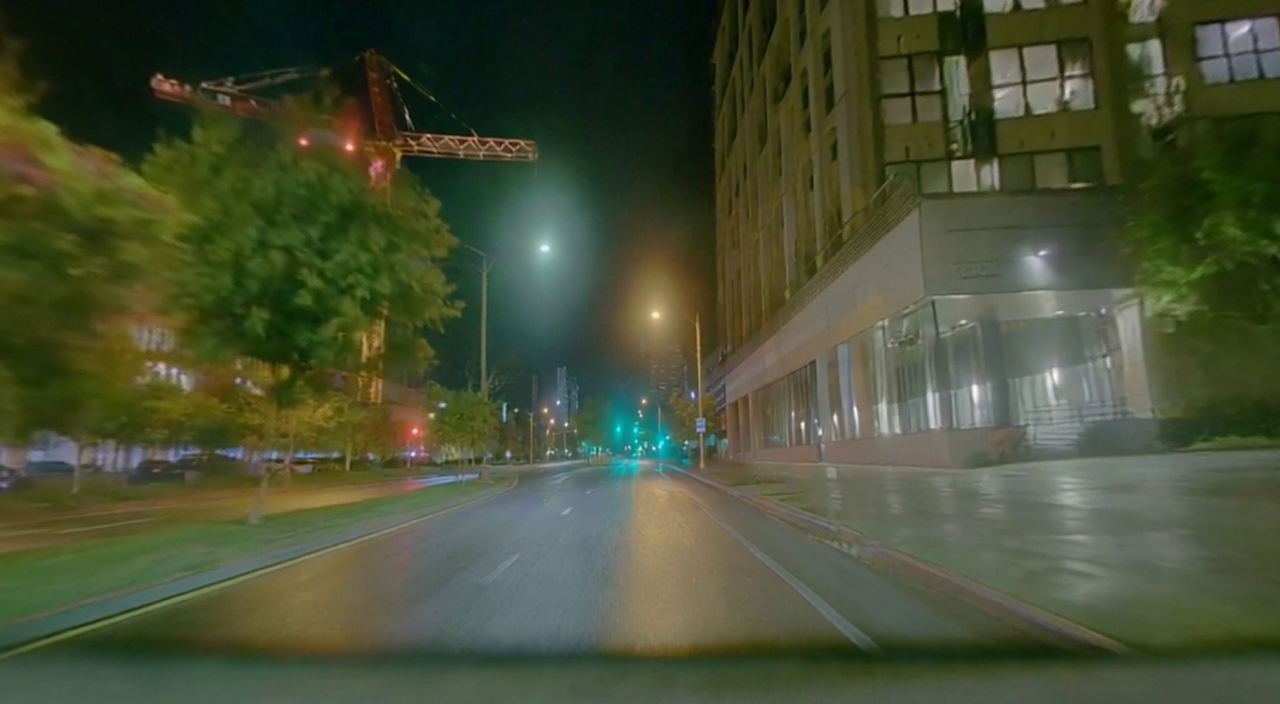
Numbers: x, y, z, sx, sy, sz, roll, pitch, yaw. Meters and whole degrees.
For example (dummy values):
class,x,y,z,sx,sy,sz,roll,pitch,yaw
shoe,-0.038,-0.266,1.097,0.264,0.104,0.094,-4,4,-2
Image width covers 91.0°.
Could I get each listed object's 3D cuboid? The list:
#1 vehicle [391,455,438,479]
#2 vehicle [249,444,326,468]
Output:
class,x,y,z,sx,sy,sz,roll,pitch,yaw
vehicle,-17.267,8.796,48.377,1.921,1.541,4.541,-1,-8,0
vehicle,-25.598,7.584,45.838,4.308,1.612,1.989,1,-8,0
